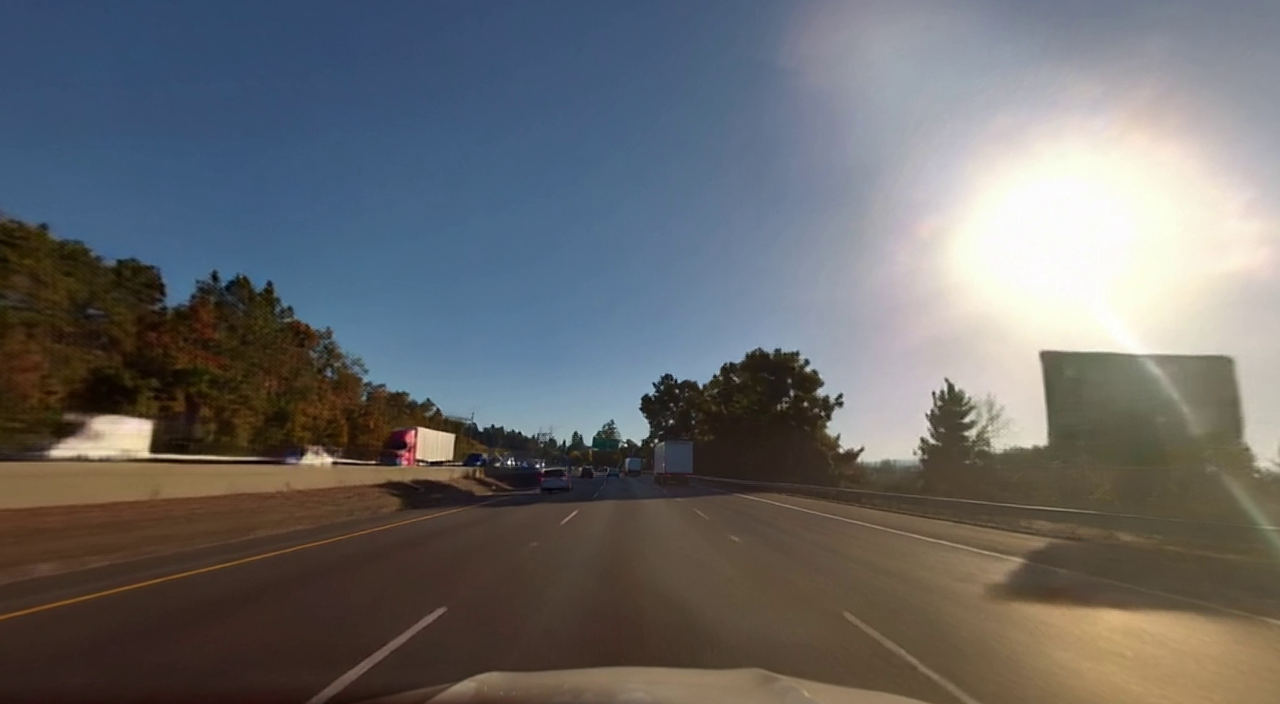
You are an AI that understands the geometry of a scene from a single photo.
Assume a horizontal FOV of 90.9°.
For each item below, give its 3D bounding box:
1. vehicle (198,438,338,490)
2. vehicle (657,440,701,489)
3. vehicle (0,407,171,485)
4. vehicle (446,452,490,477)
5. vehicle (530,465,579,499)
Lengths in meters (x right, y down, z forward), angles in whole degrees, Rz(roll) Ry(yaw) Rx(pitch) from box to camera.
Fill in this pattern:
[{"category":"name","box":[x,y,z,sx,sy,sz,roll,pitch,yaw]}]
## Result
[{"category":"vehicle","box":[-11.762,3.625,20.340,1.874,1.446,4.444,1,-11,-1]},{"category":"vehicle","box":[2.948,8.909,49.753,2.738,3.456,7.520,1,-11,-1]},{"category":"vehicle","box":[-21.077,3.655,23.838,2.275,2.518,5.911,1,-11,-4]},{"category":"vehicle","box":[-12.915,8.530,47.710,2.058,1.786,4.890,1,-11,-2]},{"category":"vehicle","box":[-4.012,6.178,30.098,1.868,1.485,3.770,1,-11,-1]}]
